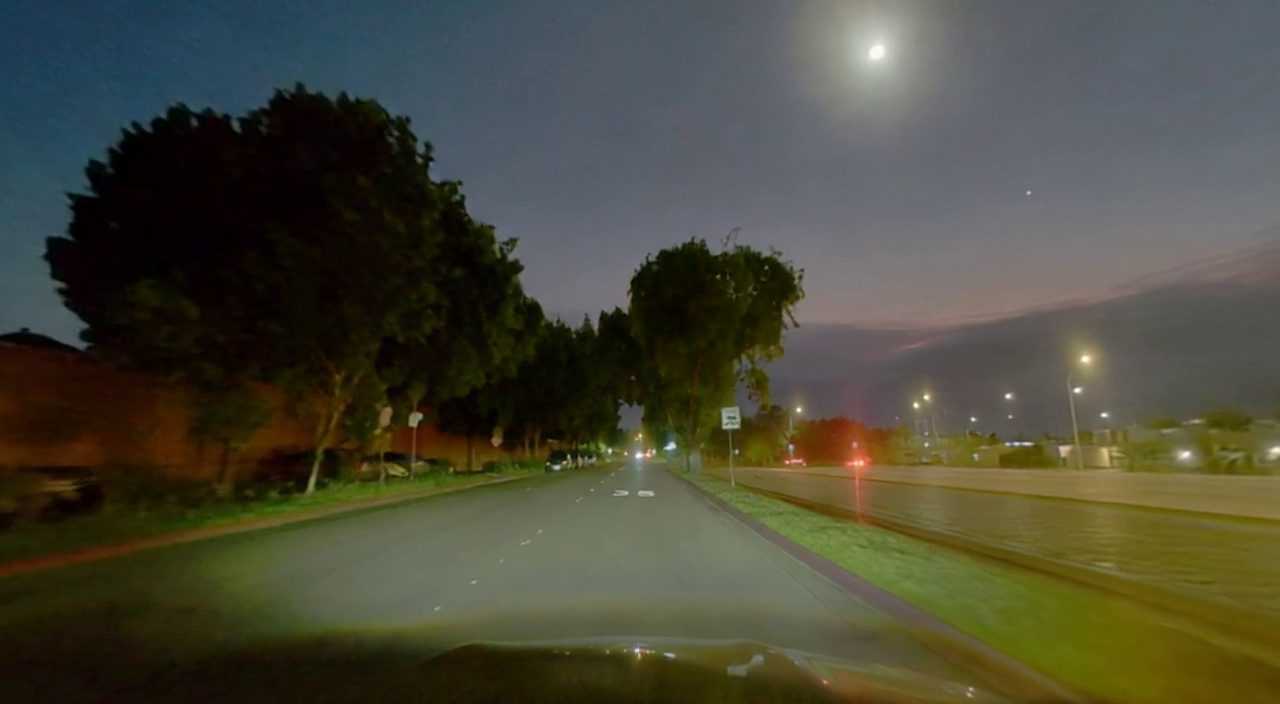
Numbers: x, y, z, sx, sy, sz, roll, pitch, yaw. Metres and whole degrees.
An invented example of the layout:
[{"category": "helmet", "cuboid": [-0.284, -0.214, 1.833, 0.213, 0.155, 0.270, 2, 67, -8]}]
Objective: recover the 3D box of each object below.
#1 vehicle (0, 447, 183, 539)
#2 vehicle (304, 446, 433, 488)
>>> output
[{"category": "vehicle", "cuboid": [-13.095, 2.958, 13.592, 4.870, 1.767, 2.120, -1, -8, 2]}, {"category": "vehicle", "cuboid": [-13.561, 5.771, 31.837, 5.428, 1.908, 2.196, 1, -9, 0]}]
